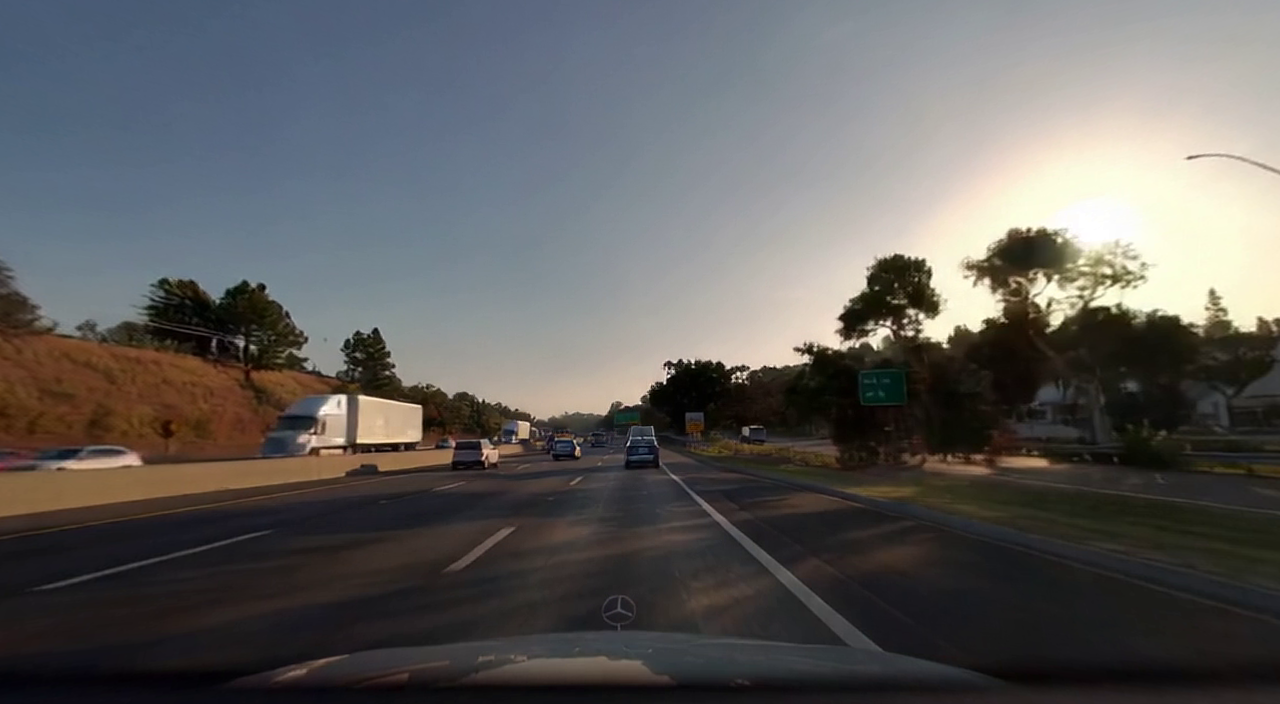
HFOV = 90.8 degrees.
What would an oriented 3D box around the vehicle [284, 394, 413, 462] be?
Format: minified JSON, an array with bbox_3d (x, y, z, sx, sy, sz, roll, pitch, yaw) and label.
[{"bbox_3d":[-18.099,5.016,40.490,3.029,3.729,11.072,0,-8,-1],"label":"vehicle"}]

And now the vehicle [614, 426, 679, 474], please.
[{"bbox_3d":[0.184,3.963,25.621,2.378,1.750,4.355,0,-8,-1],"label":"vehicle"}]

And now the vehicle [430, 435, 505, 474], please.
[{"bbox_3d":[-7.890,4.731,29.435,2.195,1.652,4.733,0,-8,0],"label":"vehicle"}]

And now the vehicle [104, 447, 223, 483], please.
[{"bbox_3d":[-21.180,4.994,28.359,1.839,1.455,4.501,0,-8,0],"label":"vehicle"}]

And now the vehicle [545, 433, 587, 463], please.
[{"bbox_3d":[-4.393,5.792,38.261,2.044,1.717,4.421,0,-8,0],"label":"vehicle"}]

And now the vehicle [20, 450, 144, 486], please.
[{"bbox_3d":[-25.069,5.191,28.607,1.873,1.435,4.122,0,-8,0],"label":"vehicle"}]

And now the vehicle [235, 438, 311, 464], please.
[{"bbox_3d":[-25.401,6.872,43.997,1.861,1.717,5.766,0,-8,-1],"label":"vehicle"}]
